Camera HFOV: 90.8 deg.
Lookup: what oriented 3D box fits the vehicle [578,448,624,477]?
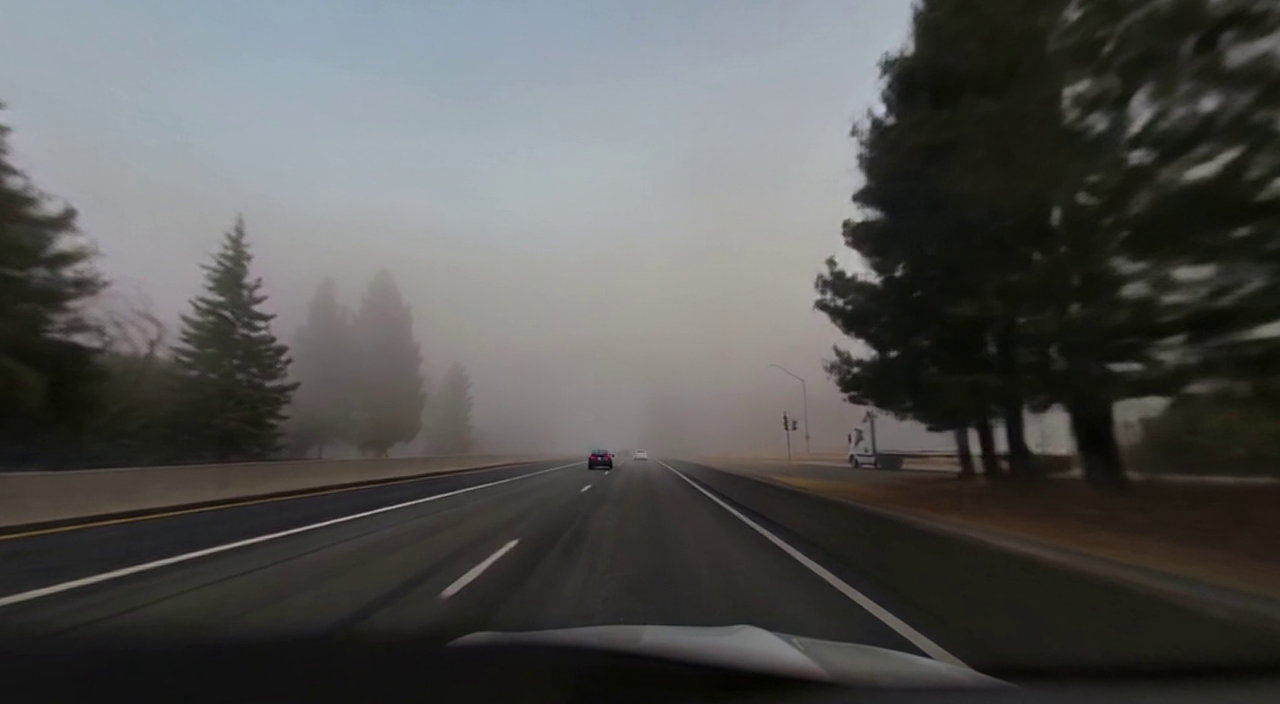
[{"bbox_3d":[-2.042,5.976,34.500,2.170,1.451,4.584,0,-9,1],"label":"vehicle"}]

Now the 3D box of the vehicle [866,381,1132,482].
[{"bbox_3d":[17.603,4.376,33.541,2.859,4.163,14.784,1,-9,-12],"label":"vehicle"}]
